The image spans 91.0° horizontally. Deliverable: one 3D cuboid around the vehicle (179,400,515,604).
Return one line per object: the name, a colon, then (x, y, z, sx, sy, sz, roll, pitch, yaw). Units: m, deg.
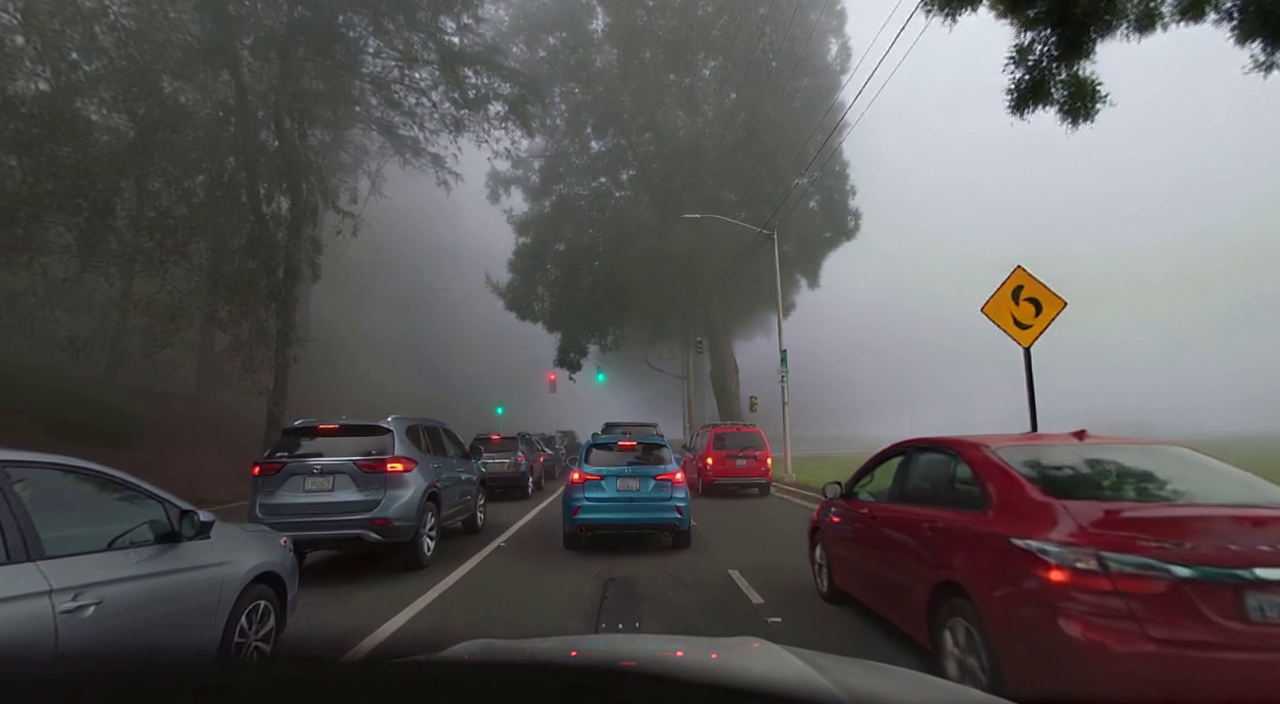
vehicle: (-2.897, 1.574, 7.454, 1.964, 1.712, 4.097, 0, -8, 0)

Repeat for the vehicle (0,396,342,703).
vehicle: (-2.925, 0.843, 1.619, 1.974, 1.484, 4.716, 0, -8, 0)

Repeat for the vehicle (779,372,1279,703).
vehicle: (2.522, 1.146, 4.171, 2.116, 1.497, 4.652, 0, -8, 0)

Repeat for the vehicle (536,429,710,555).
vehicle: (-0.252, 1.925, 9.340, 2.025, 1.453, 3.848, 0, -8, -2)

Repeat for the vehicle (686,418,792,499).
vehicle: (2.453, 2.809, 16.879, 2.059, 1.864, 4.541, 0, -8, -1)
